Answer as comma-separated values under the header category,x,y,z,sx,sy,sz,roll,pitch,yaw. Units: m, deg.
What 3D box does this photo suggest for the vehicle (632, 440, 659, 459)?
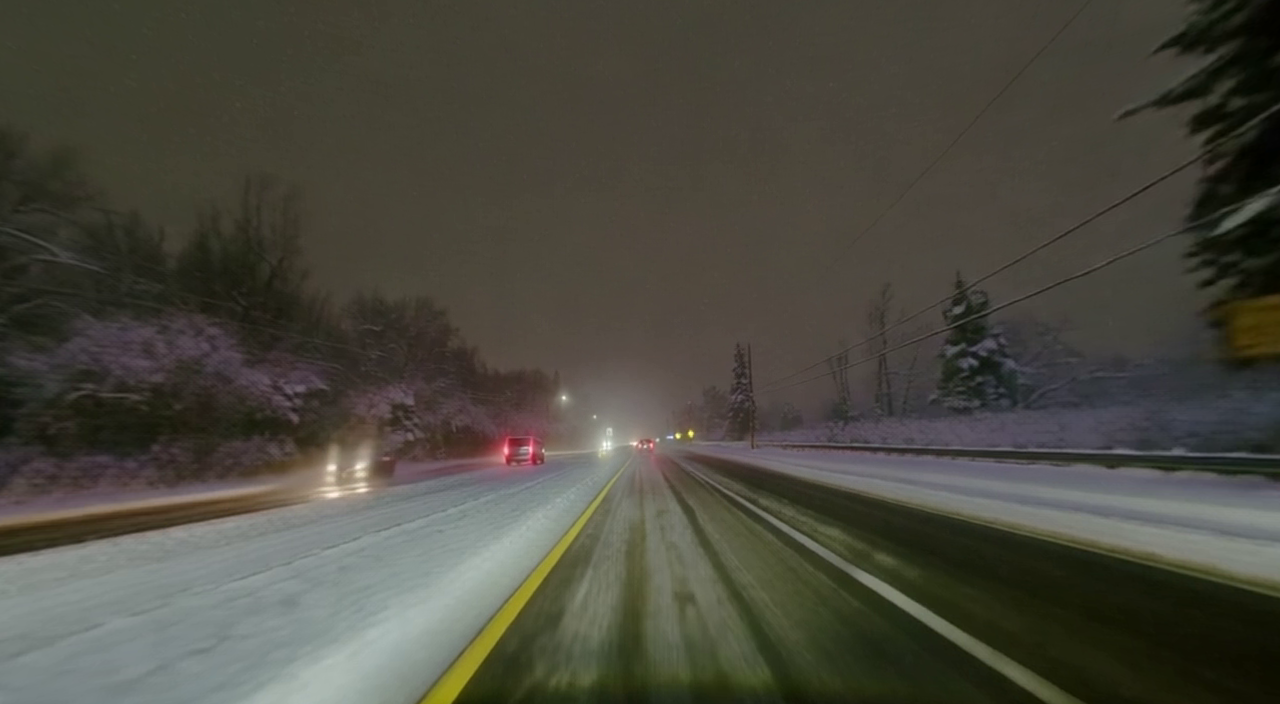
category,x,y,z,sx,sy,sz,roll,pitch,yaw
vehicle,0.420,7.660,49.460,2.061,1.469,3.782,0,-8,0

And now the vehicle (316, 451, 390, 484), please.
category,x,y,z,sx,sy,sz,roll,pitch,yaw
vehicle,-14.449,5.798,31.931,1.805,1.513,3.939,0,-8,1

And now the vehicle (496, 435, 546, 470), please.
category,x,y,z,sx,sy,sz,roll,pitch,yaw
vehicle,-7.010,5.958,37.519,2.068,1.897,4.372,0,-8,1
